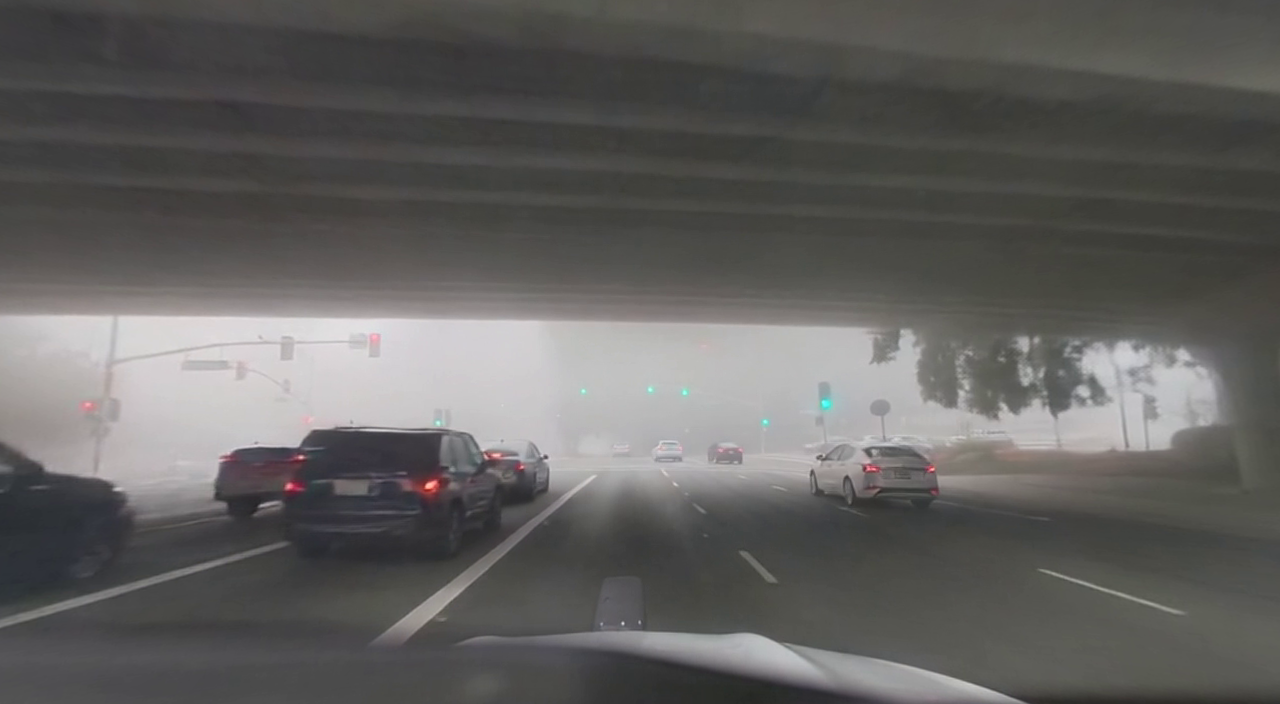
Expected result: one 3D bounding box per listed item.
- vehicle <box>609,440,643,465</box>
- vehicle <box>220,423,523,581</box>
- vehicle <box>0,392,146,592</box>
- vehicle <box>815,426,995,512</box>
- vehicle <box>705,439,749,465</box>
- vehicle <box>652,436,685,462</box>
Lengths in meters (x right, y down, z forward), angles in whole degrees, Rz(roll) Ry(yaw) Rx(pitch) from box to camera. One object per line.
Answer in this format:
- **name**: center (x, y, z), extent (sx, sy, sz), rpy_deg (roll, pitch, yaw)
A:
- **vehicle**: center (-0.893, 6.224, 39.024), extent (2.026, 1.453, 3.780), rpy_deg (0, -8, -2)
- **vehicle**: center (-2.975, 1.757, 8.224), extent (1.980, 1.491, 4.351), rpy_deg (0, -8, 1)
- **vehicle**: center (-6.413, 1.104, 4.742), extent (1.981, 1.676, 4.051), rpy_deg (0, -8, 1)
- **vehicle**: center (5.714, 2.580, 14.314), extent (2.056, 1.624, 4.498), rpy_deg (0, -8, -1)
- **vehicle**: center (5.321, 6.183, 38.910), extent (1.924, 1.527, 4.268), rpy_deg (0, -8, -2)
- **vehicle**: center (2.030, 7.054, 45.860), extent (2.034, 1.762, 4.420), rpy_deg (0, -8, -3)
